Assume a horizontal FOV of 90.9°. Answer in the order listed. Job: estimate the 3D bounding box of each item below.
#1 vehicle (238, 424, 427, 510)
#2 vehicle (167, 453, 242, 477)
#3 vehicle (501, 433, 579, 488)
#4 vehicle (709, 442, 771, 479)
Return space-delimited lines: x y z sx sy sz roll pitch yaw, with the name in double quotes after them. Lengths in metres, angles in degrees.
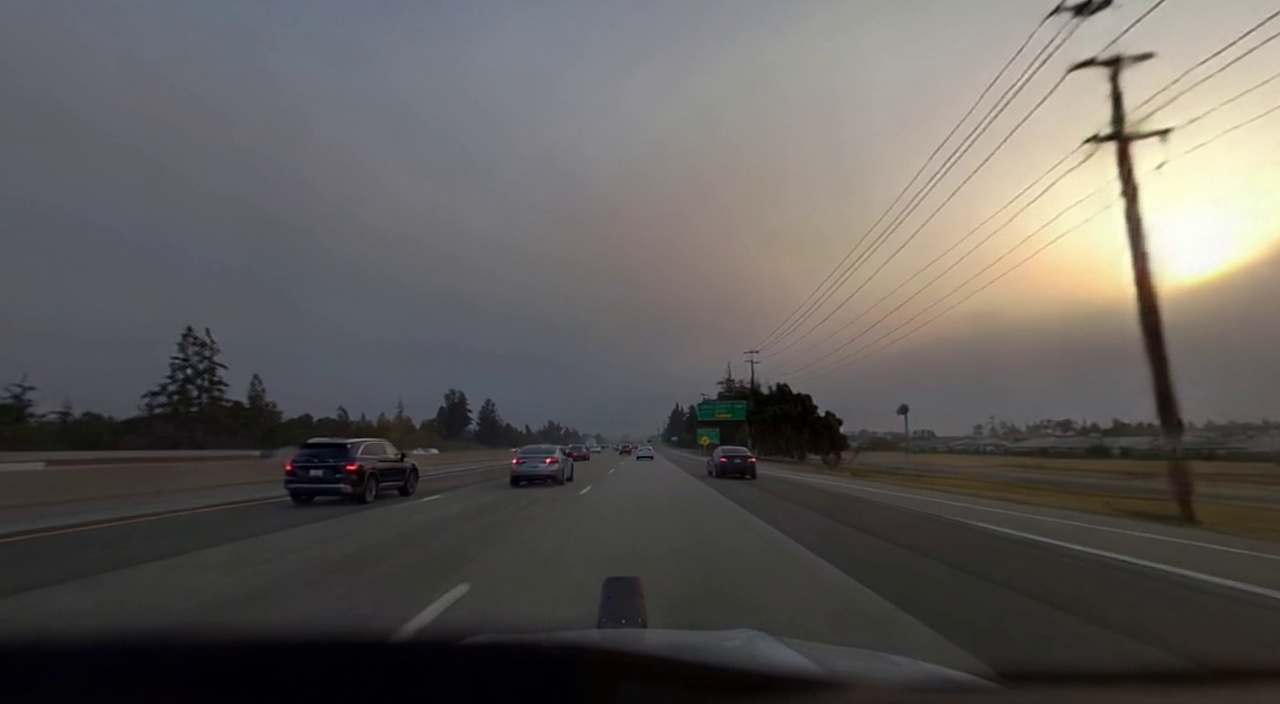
-7.331 2.789 15.796 2.162 1.805 4.853 0 -8 1 "vehicle"
-28.496 7.365 41.448 1.738 1.440 4.398 0 -8 1 "vehicle"
-3.334 3.724 21.882 1.961 1.704 4.052 0 -8 1 "vehicle"
4.300 4.720 27.754 1.964 1.479 4.252 0 -8 -1 "vehicle"
